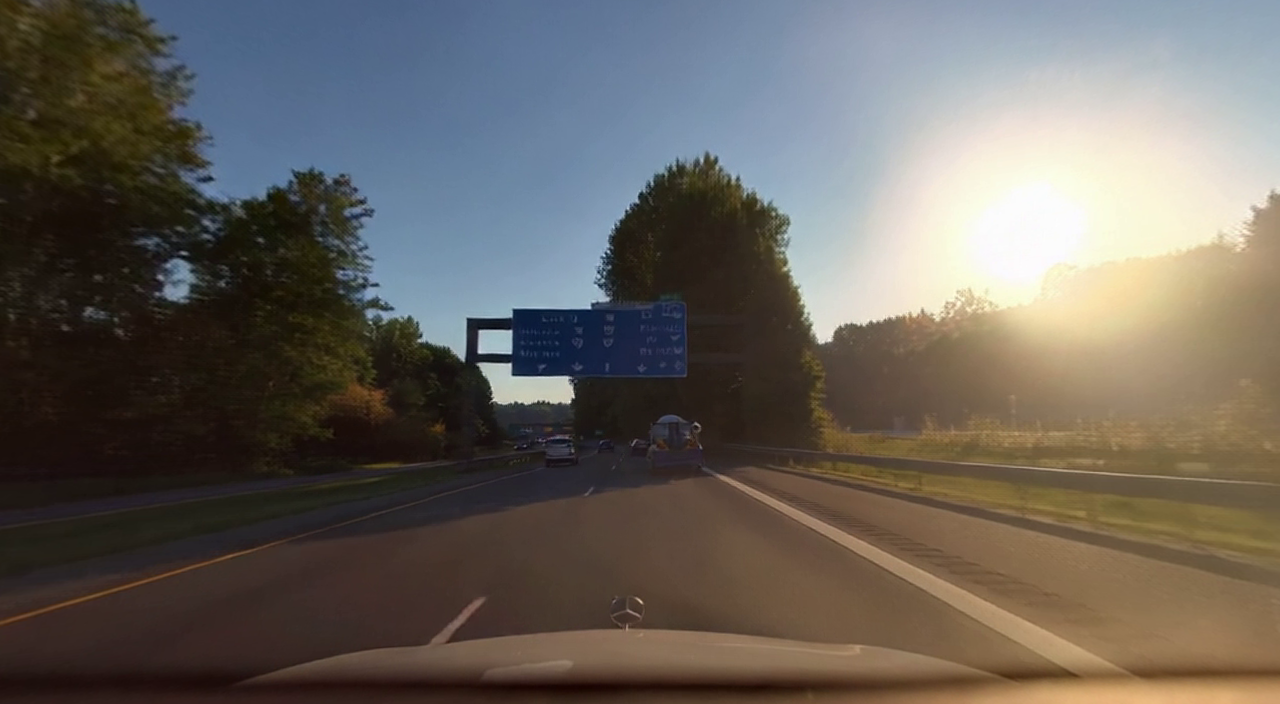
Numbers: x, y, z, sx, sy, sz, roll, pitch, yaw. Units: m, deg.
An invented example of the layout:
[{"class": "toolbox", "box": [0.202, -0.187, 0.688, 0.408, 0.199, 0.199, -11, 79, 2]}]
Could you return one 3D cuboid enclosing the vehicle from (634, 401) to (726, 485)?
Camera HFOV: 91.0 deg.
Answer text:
[{"class": "vehicle", "box": [1.130, 3.101, 21.566, 2.677, 2.439, 6.402, 0, -8, 0]}]
